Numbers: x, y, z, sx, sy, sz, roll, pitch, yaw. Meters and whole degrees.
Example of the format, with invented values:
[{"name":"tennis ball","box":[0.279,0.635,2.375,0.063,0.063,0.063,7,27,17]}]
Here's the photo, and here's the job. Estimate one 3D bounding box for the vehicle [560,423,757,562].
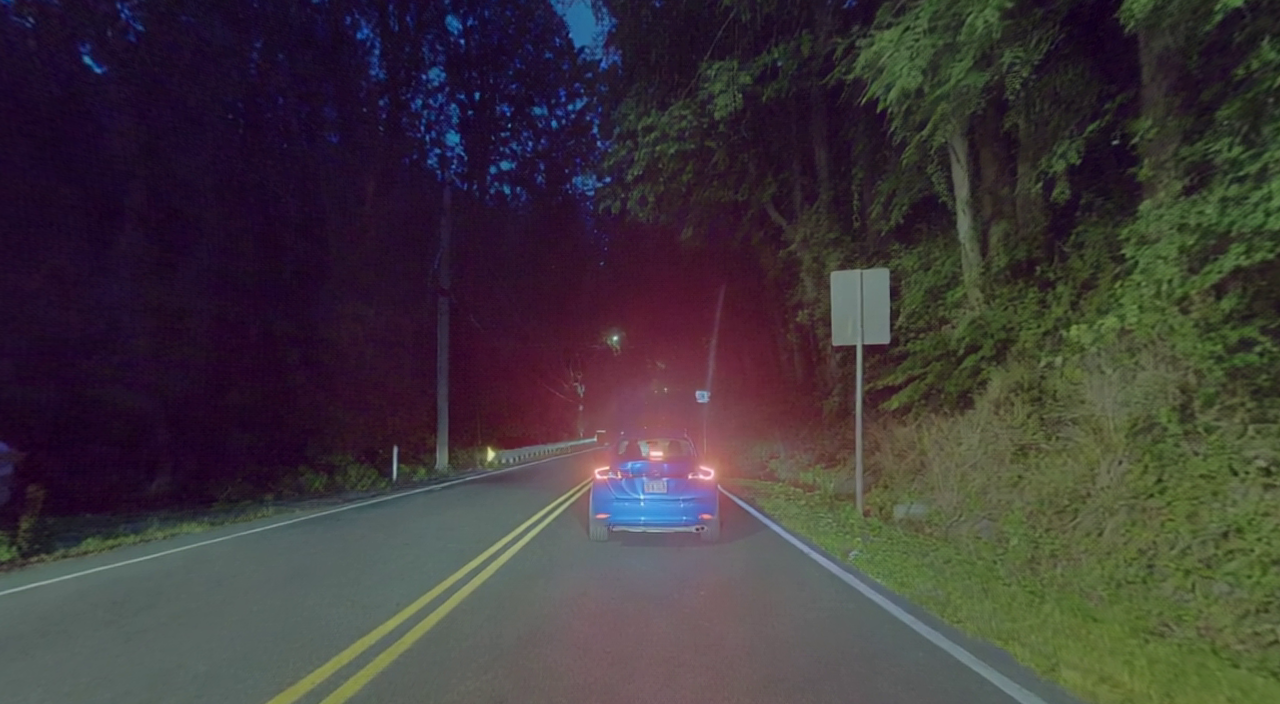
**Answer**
[{"name":"vehicle","box":[0.239,1.855,8.969,2.187,1.533,3.726,0,-8,1]}]
